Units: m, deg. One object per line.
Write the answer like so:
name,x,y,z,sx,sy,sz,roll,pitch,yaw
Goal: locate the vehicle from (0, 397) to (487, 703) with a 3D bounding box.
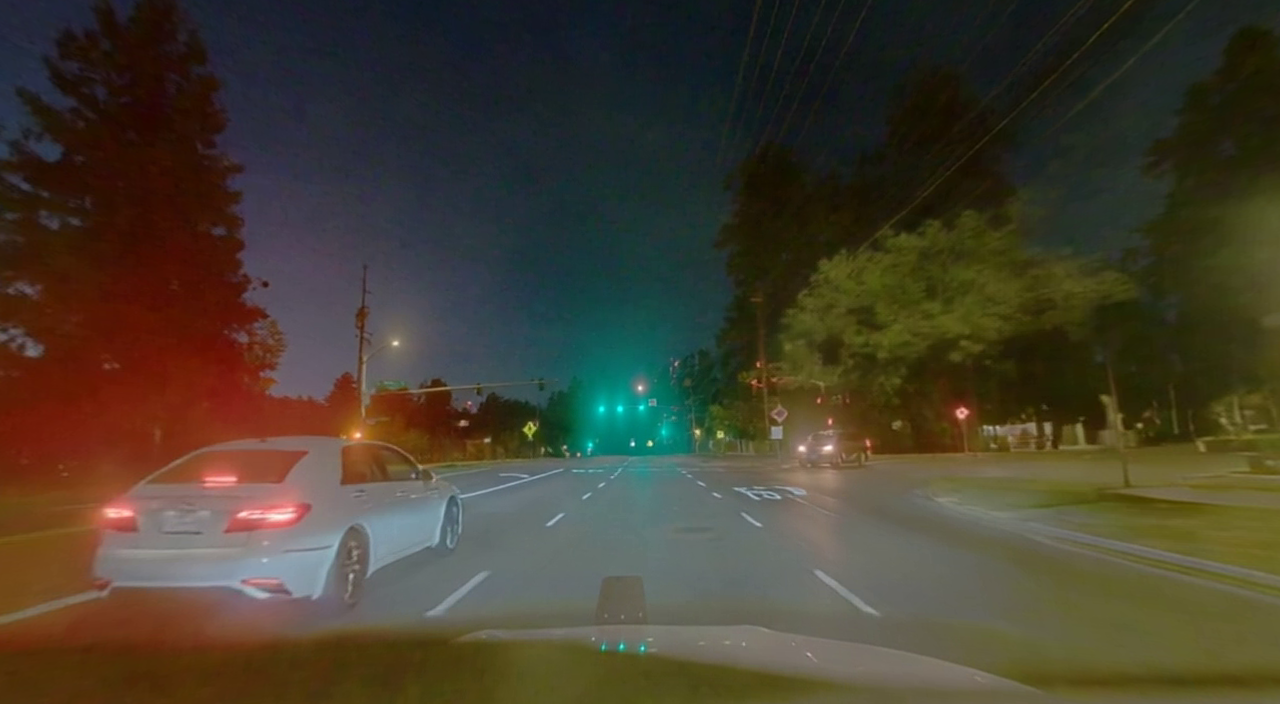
vehicle,-3.144,1.376,5.624,2.139,1.564,4.901,0,-8,2
